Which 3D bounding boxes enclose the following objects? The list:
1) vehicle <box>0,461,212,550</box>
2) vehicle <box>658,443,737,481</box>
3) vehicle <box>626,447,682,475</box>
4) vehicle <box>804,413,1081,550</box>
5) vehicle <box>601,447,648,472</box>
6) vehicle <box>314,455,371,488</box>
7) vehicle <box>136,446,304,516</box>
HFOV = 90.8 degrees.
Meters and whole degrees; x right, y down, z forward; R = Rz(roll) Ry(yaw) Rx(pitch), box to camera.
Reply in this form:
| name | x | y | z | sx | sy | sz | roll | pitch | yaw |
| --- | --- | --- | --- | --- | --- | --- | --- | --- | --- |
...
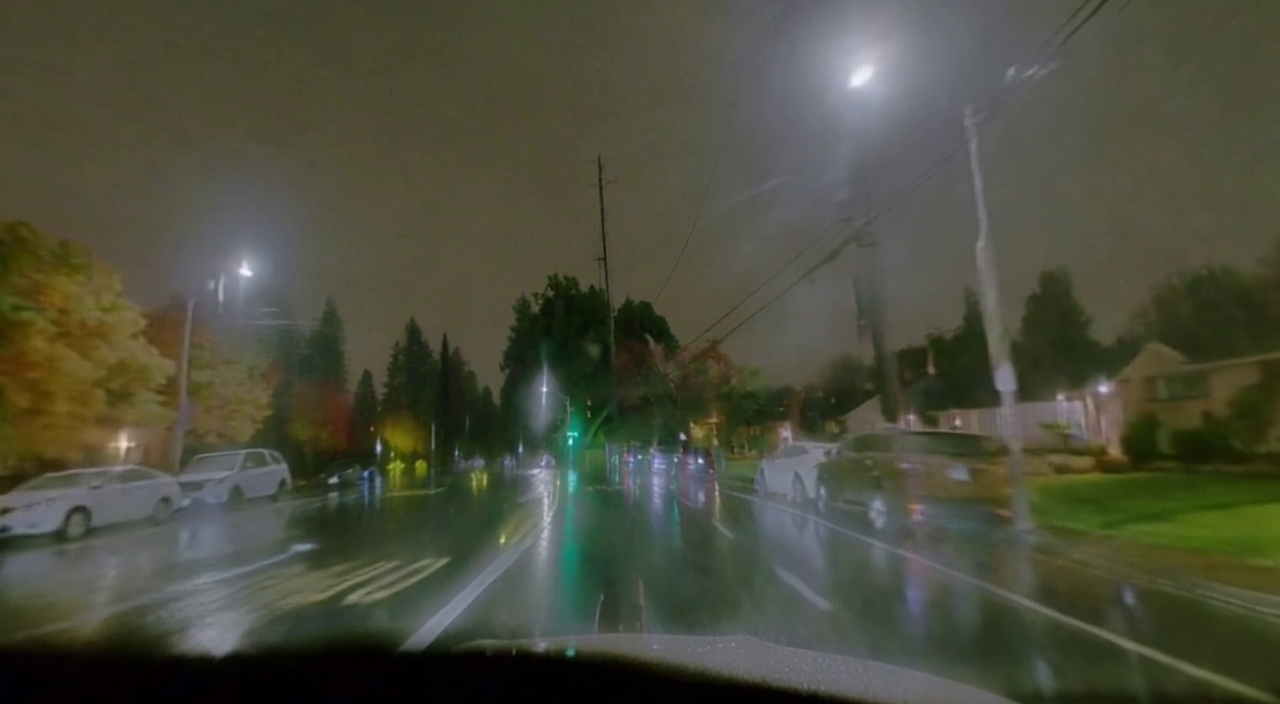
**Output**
| name | x | y | z | sx | sy | sz | roll | pitch | yaw |
| --- | --- | --- | --- | --- | --- | --- | --- | --- | --- |
| vehicle | -11.746 | 3.132 | 13.599 | 2.012 | 1.478 | 4.661 | 1 | -9 | -4 |
| vehicle | 2.546 | 5.070 | 29.345 | 2.367 | 1.614 | 4.463 | 2 | -9 | -12 |
| vehicle | 0.740 | 6.142 | 35.964 | 1.844 | 1.485 | 4.193 | 3 | -9 | -19 |
| vehicle | 4.623 | 2.065 | 10.728 | 2.184 | 1.770 | 4.651 | 1 | -9 | -3 |
| vehicle | -1.071 | 7.013 | 41.472 | 1.875 | 1.514 | 4.047 | 3 | -9 | -19 |
| vehicle | -15.124 | 6.040 | 32.340 | 1.943 | 1.476 | 4.714 | 3 | -9 | -17 |
| vehicle | -12.234 | 3.732 | 18.901 | 2.107 | 1.810 | 4.708 | 1 | -9 | -6 |
